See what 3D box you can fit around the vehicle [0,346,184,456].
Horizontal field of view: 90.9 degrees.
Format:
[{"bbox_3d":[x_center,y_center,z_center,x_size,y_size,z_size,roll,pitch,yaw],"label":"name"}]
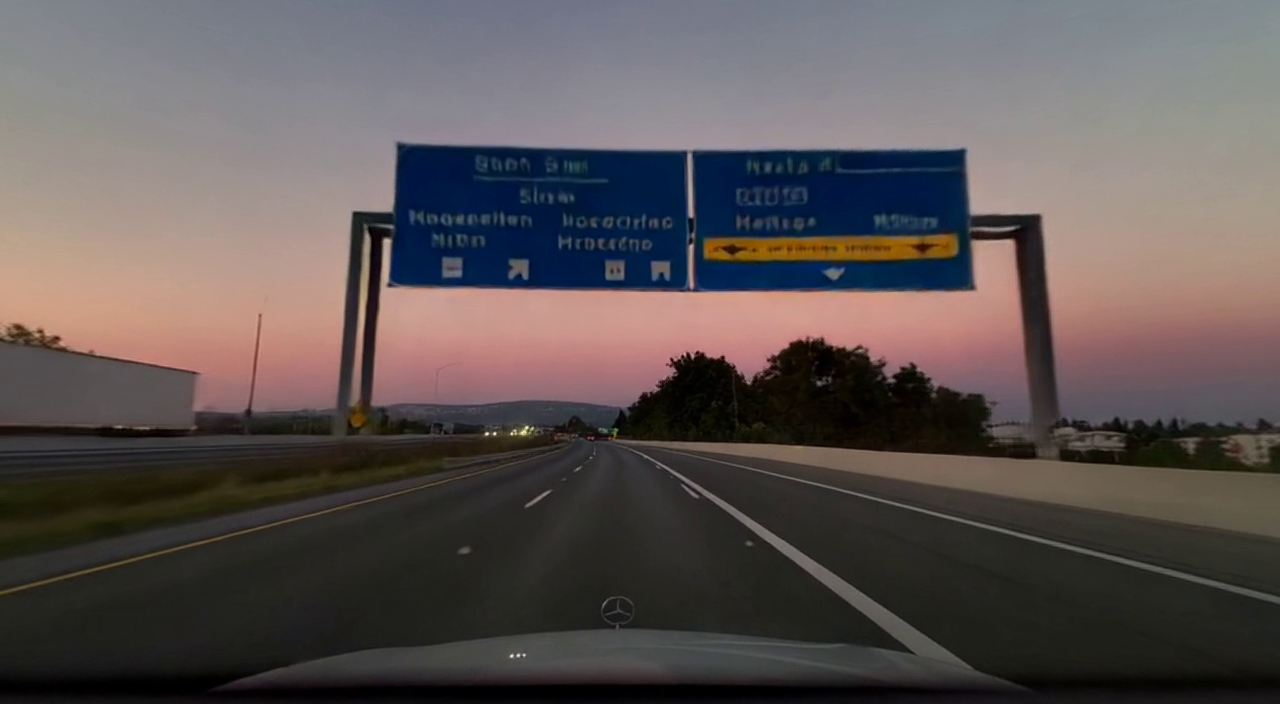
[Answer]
[{"bbox_3d":[-25.598,2.237,26.529,2.895,4.066,14.108,0,-8,-3],"label":"vehicle"}]
